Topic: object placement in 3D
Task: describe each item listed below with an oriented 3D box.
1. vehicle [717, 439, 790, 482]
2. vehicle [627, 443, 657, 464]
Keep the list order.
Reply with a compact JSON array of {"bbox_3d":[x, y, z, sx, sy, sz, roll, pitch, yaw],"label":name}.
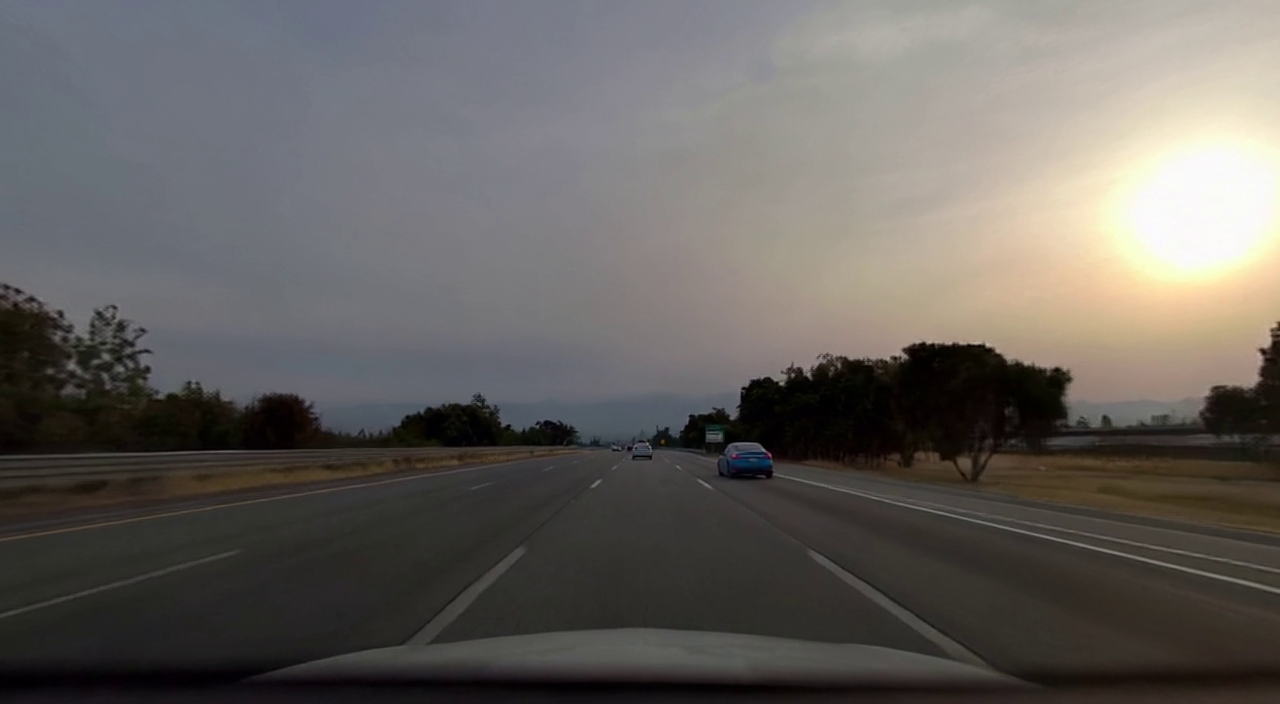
[{"bbox_3d":[4.410,4.283,25.061,2.008,1.524,4.598,0,-8,-1],"label":"vehicle"},{"bbox_3d":[0.119,7.390,45.716,2.052,1.449,3.857,0,-8,0],"label":"vehicle"}]
